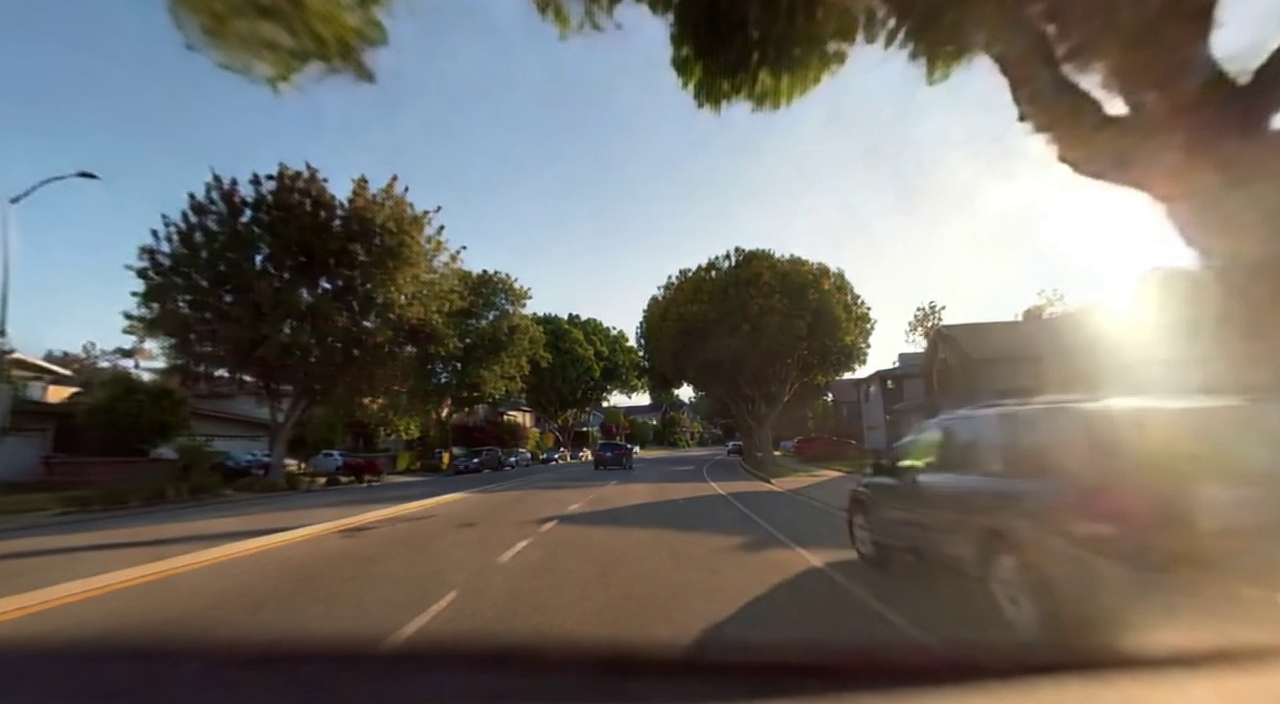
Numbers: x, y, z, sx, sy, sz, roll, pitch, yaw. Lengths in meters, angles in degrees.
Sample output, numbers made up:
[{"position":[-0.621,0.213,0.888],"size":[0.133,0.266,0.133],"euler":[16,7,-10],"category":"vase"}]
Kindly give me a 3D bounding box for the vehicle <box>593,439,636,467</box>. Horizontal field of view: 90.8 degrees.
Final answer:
[{"position":[-1.650,6.719,42.203],"size":[2.135,1.731,4.232],"euler":[-1,-8,8],"category":"vehicle"}]

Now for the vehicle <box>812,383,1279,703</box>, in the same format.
[{"position":[3.444,1.331,5.287],"size":[2.558,1.636,5.261],"euler":[0,-8,0],"category":"vehicle"}]

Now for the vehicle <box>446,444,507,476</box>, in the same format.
[{"position":[-11.274,7.482,44.081],"size":[2.157,1.882,5.479],"euler":[-6,-9,7],"category":"vehicle"}]

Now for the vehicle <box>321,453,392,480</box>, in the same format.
[{"position":[-16.529,6.673,37.047],"size":[1.872,1.396,4.150],"euler":[-1,-8,7],"category":"vehicle"}]

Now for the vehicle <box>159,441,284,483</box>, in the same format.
[{"position":[-19.824,5.239,30.038],"size":[4.628,1.808,1.899],"euler":[0,-12,6],"category":"vehicle"}]
